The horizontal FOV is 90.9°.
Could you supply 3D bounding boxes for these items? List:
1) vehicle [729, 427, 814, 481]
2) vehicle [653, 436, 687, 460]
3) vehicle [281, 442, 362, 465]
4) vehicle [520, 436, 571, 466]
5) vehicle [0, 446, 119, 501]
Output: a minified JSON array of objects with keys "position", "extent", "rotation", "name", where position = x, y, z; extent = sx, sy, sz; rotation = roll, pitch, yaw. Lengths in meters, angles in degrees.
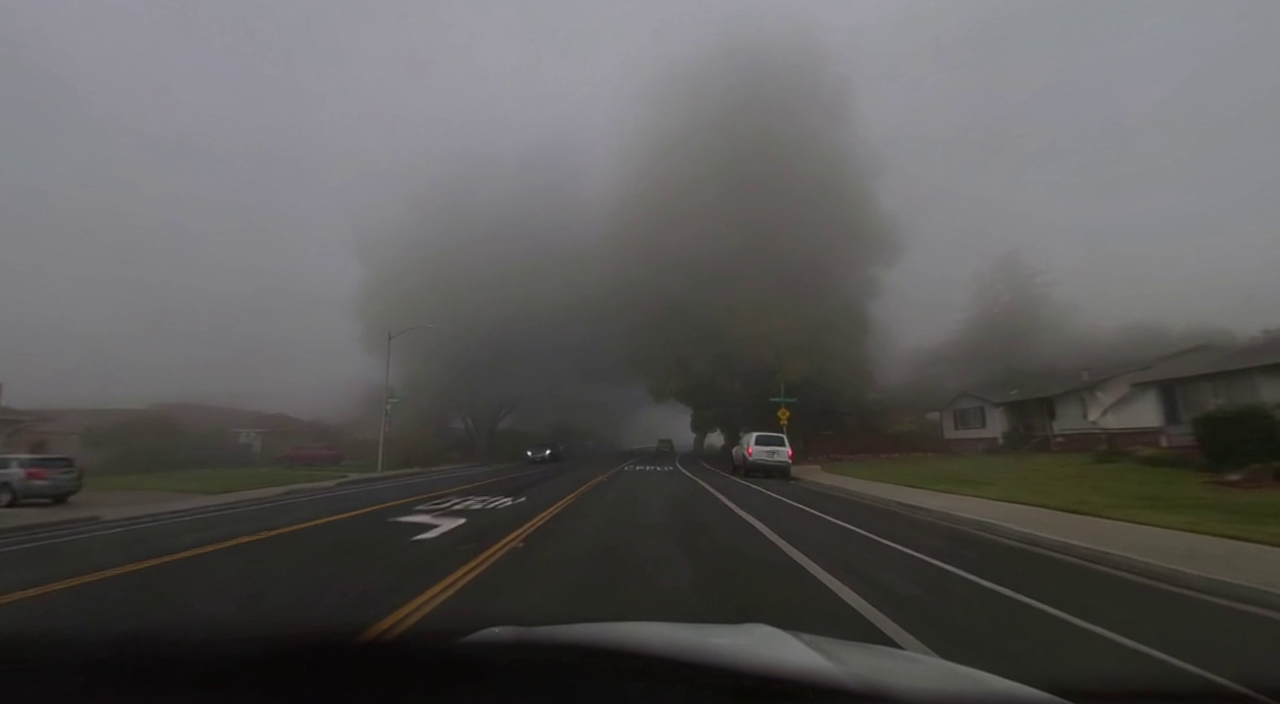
[{"position":[5.007,3.978,24.839],"extent":[2.233,1.887,5.347],"rotation":[0,-8,1],"name":"vehicle"},{"position":[2.308,7.209,47.380],"extent":[2.115,1.679,4.235],"rotation":[-1,-9,8],"name":"vehicle"},{"position":[-24.515,7.805,48.664],"extent":[4.999,1.735,2.227],"rotation":[1,-8,-8],"name":"vehicle"},{"position":[-6.267,6.642,42.416],"extent":[2.200,1.852,4.897],"rotation":[-1,-8,6],"name":"vehicle"},{"position":[-20.255,3.936,20.709],"extent":[4.411,1.682,2.126],"rotation":[0,-9,3],"name":"vehicle"}]
